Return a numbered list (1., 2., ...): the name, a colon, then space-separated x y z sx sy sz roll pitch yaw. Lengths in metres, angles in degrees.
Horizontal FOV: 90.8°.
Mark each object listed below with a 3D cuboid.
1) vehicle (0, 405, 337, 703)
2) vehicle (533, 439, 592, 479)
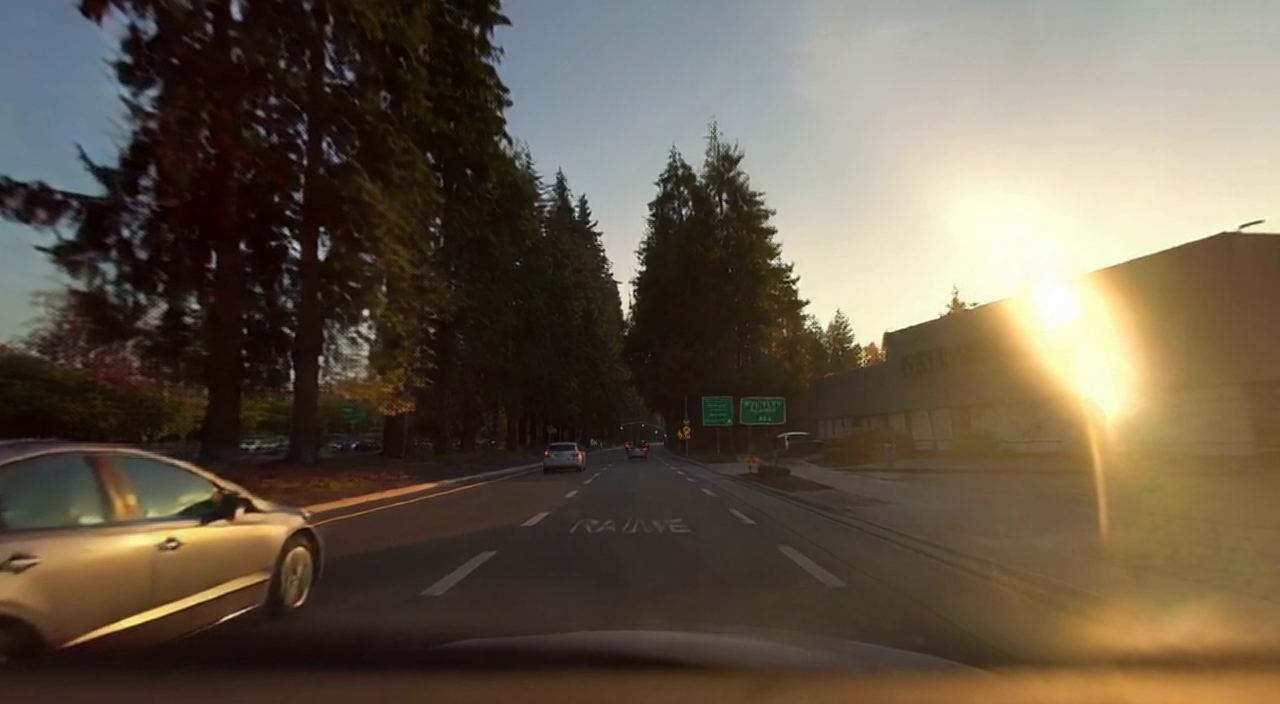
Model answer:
1. vehicle: -3.433 1.025 2.934 1.862 1.478 4.369 0 -8 0
2. vehicle: -3.267 4.612 27.420 1.942 1.588 4.172 0 -9 1
